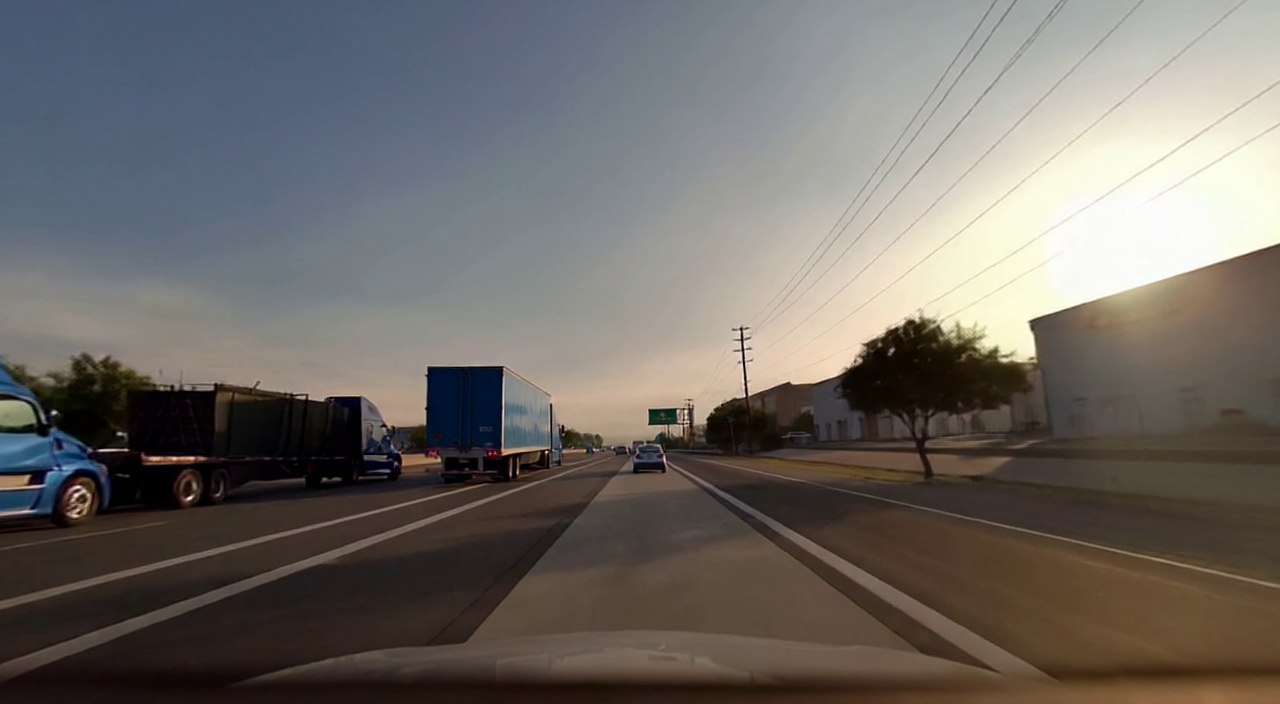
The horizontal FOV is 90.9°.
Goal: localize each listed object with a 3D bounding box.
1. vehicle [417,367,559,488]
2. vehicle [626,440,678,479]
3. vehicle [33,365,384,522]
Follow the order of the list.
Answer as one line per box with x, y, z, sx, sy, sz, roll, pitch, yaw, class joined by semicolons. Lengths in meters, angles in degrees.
-6.118;3.677;29.095;2.907;4.081;15.311;0;-8;0;vehicle
0.445;4.600;27.236;2.055;1.514;4.323;0;-8;-1;vehicle
-10.546;2.519;17.415;2.896;3.140;9.491;0;-8;0;vehicle
